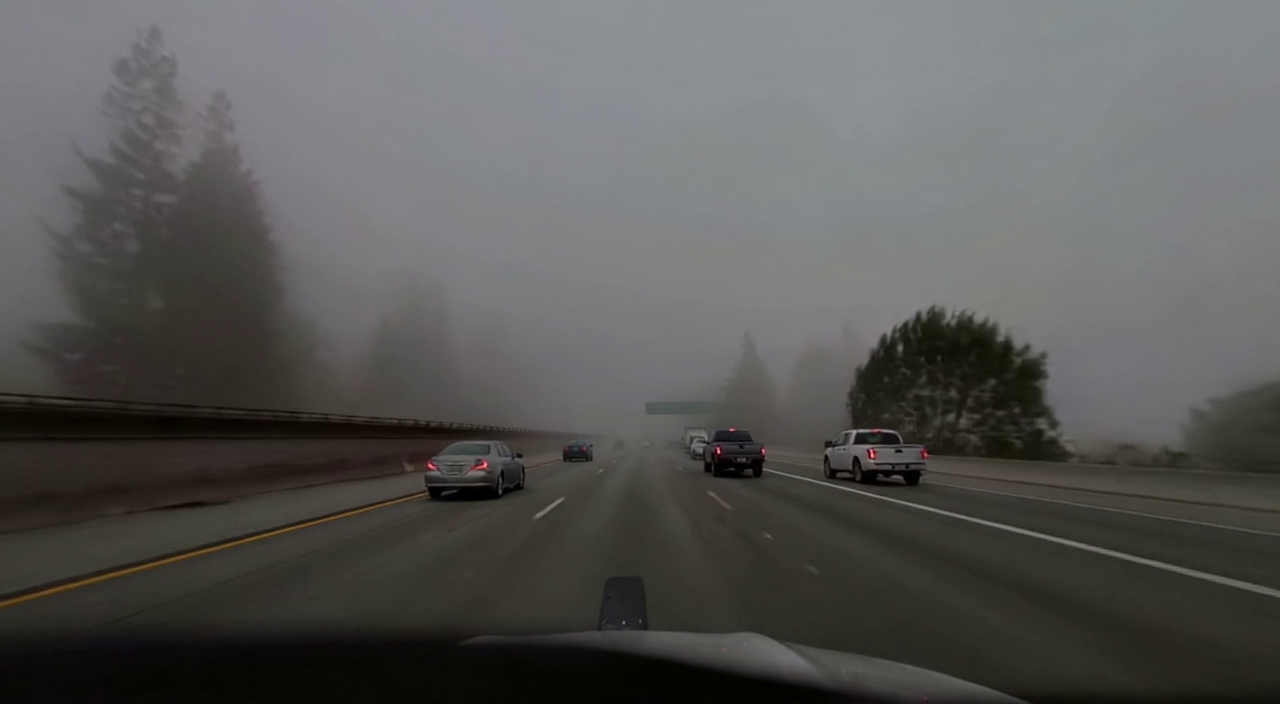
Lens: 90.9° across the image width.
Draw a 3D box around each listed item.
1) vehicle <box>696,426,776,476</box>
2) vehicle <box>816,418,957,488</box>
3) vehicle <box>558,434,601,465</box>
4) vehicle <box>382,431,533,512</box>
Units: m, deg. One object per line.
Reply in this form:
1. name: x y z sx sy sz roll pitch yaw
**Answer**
1. vehicle: 4.012 4.292 27.527 2.517 1.935 5.552 0 -8 -1
2. vehicle: 7.764 3.275 20.712 2.291 1.968 5.662 0 -8 0
3. vehicle: -3.420 5.629 36.497 2.020 1.628 4.248 0 -8 1
4. vehicle: -3.724 2.507 13.741 1.978 1.473 4.073 0 -8 1
